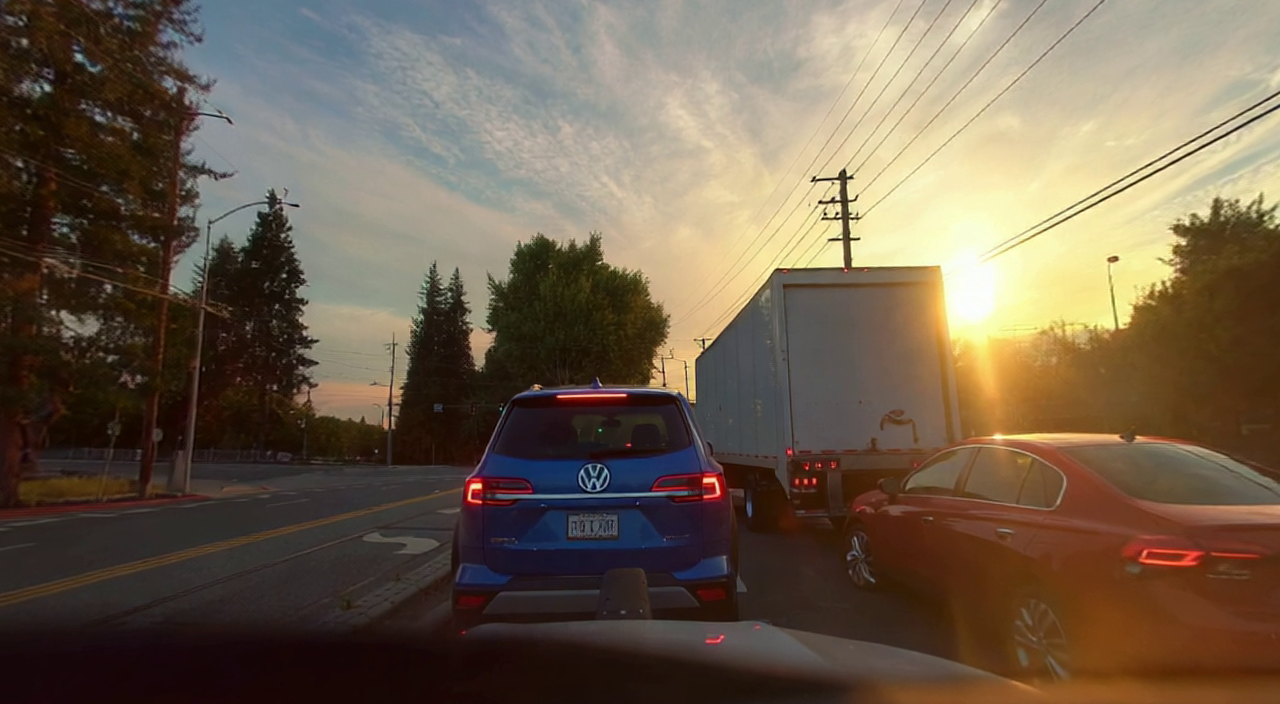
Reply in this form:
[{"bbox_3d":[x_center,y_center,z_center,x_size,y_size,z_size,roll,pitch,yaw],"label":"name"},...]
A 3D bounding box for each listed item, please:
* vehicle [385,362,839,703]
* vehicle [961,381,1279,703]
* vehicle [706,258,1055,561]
[{"bbox_3d":[-0.127,1.222,5.131,2.114,1.732,4.230,0,-8,0],"label":"vehicle"},{"bbox_3d":[2.832,0.736,1.192,1.971,1.484,4.728,0,-8,0],"label":"vehicle"},{"bbox_3d":[3.232,1.256,11.809,2.915,3.559,8.848,0,-8,0],"label":"vehicle"}]
